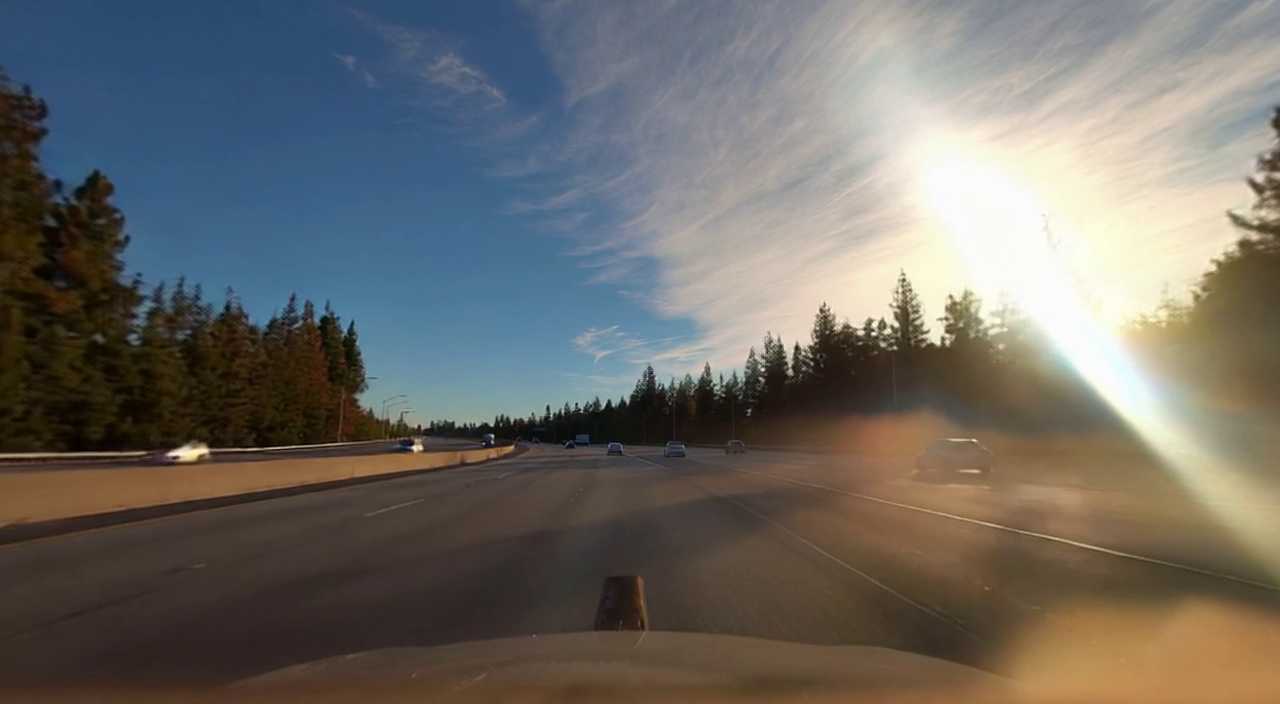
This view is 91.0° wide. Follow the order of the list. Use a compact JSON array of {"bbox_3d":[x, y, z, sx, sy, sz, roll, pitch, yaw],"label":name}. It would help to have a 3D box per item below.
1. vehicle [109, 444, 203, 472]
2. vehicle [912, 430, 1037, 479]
[{"bbox_3d":[-28.303,6.166,37.061,1.860,1.520,4.746,0,-8,-2],"label":"vehicle"},{"bbox_3d":[13.696,4.218,26.290,2.107,1.803,5.385,1,-8,-2],"label":"vehicle"}]
